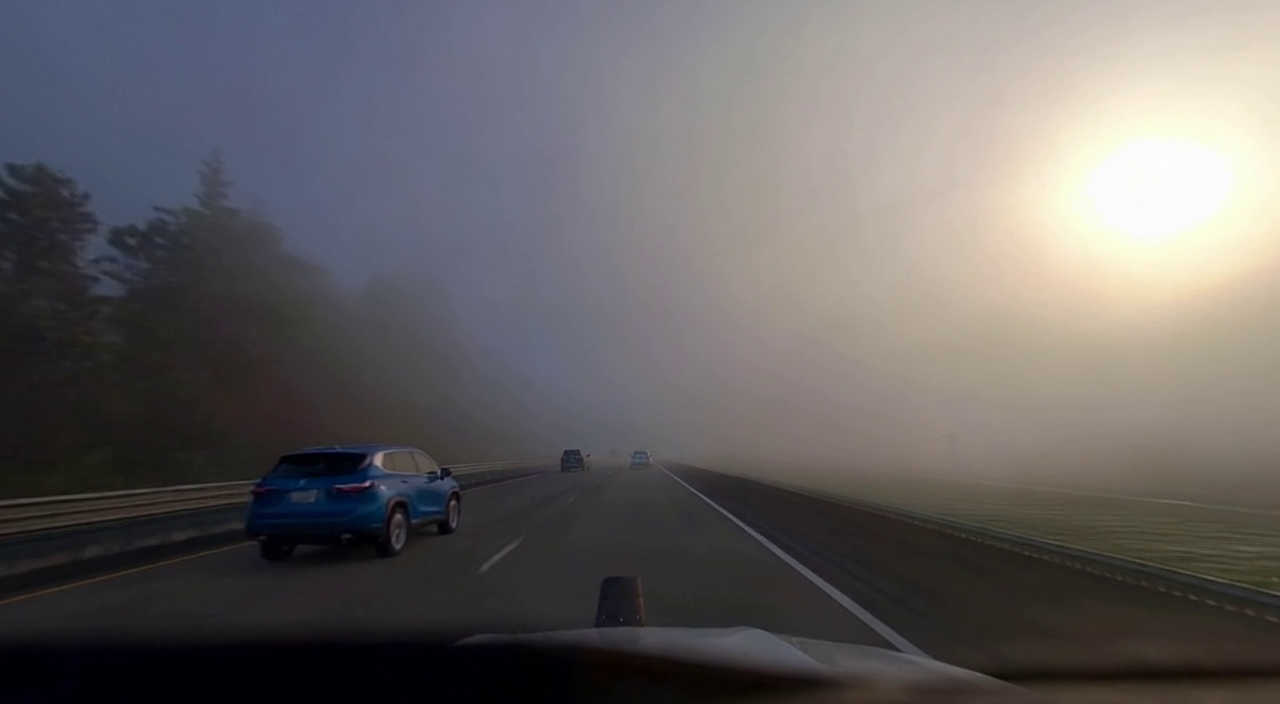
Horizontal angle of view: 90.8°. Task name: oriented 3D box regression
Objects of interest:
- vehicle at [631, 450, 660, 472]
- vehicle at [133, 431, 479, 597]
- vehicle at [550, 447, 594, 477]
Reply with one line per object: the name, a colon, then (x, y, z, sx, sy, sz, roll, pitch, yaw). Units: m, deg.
vehicle: (0.406, 7.985, 46.435, 2.046, 1.452, 4.407, 0, -9, 0)
vehicle: (-3.644, 1.828, 8.022, 2.034, 1.520, 4.236, 0, -9, 1)
vehicle: (-3.975, 6.496, 37.667, 2.100, 1.667, 4.223, 0, -9, 1)
